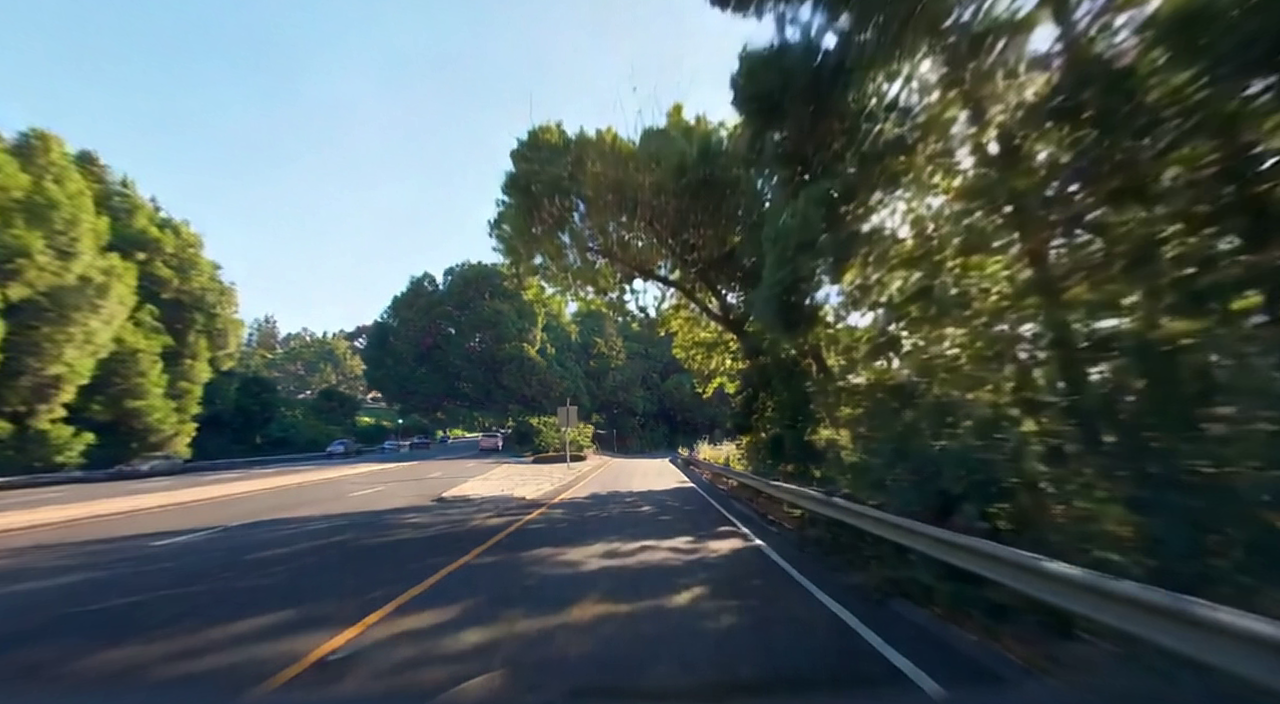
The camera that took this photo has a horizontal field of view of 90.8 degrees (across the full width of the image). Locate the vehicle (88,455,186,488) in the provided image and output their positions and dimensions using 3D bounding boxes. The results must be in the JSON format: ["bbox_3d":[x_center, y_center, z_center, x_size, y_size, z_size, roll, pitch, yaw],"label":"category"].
[{"bbox_3d":[-25.177,5.951,31.803,1.985,1.505,3.701,1,-9,-5],"label":"vehicle"}]
